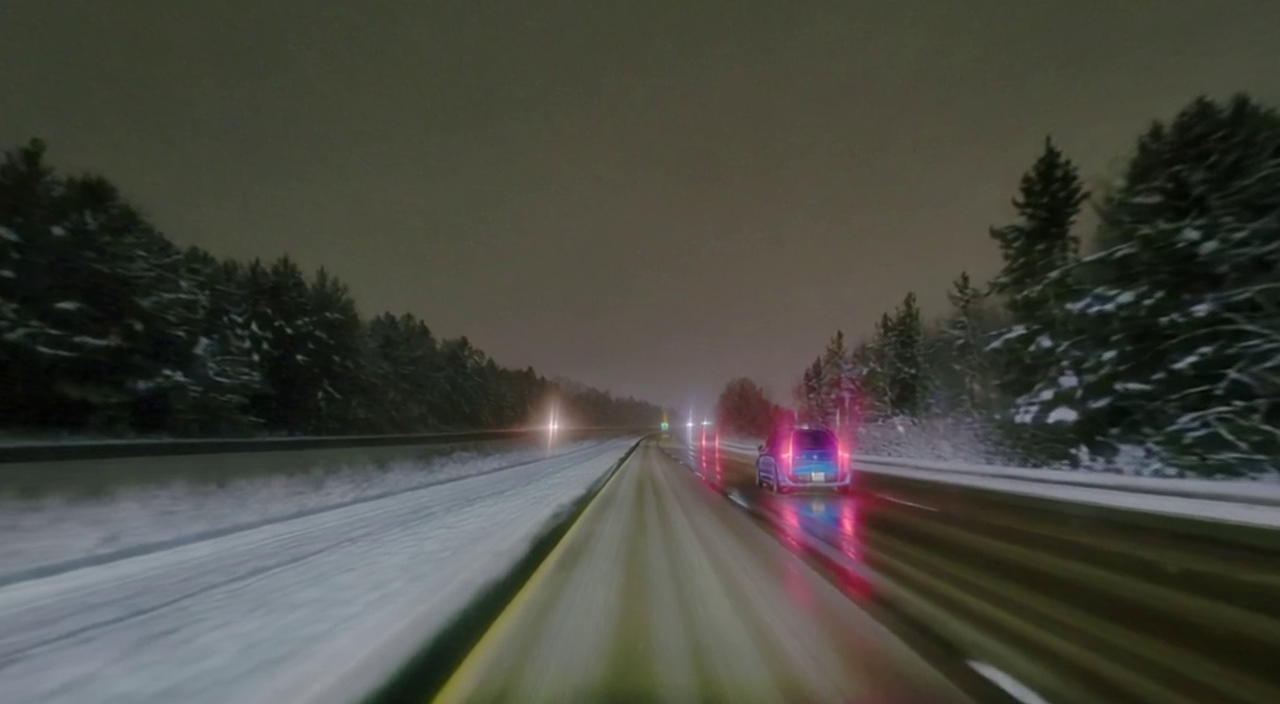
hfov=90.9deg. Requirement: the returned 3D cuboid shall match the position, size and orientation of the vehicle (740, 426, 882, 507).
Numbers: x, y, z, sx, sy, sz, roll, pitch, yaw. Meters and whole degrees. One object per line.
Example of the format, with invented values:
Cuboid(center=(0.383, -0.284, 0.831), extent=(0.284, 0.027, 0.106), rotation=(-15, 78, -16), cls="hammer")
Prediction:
Cuboid(center=(3.679, 2.558, 14.504), extent=(2.050, 1.546, 4.344), rotation=(0, -8, 0), cls="vehicle")
